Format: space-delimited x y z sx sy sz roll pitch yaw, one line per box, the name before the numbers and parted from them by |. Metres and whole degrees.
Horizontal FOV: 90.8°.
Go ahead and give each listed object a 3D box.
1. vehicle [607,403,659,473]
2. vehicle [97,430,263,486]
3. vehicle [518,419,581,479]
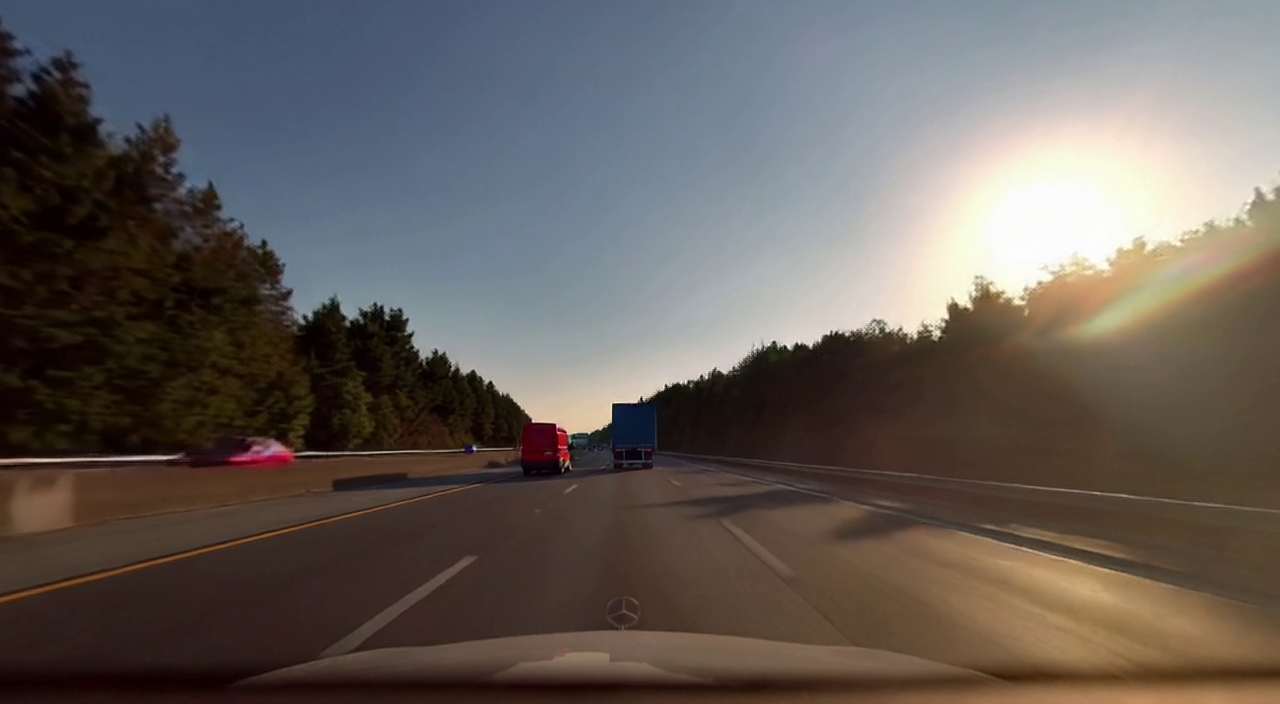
vehicle | -0.508 5.804 41.773 2.995 4.036 10.311 0 -9 -1
vehicle | -13.359 3.116 18.679 1.867 1.486 4.002 0 -9 0
vehicle | -4.501 4.992 32.473 2.357 2.786 6.144 0 -9 -1
